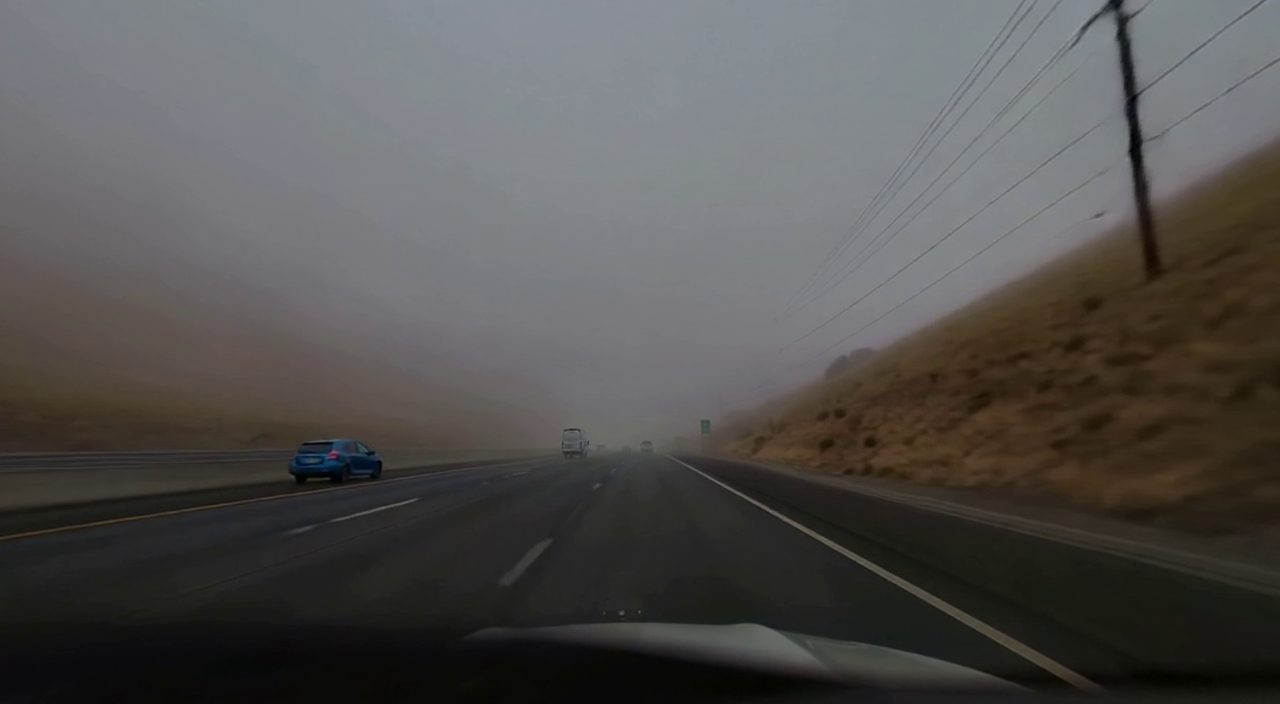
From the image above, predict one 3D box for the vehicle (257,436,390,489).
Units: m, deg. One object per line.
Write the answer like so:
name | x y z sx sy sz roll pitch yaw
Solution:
vehicle | -10.420 3.652 21.245 1.971 1.558 4.847 0 -8 0
